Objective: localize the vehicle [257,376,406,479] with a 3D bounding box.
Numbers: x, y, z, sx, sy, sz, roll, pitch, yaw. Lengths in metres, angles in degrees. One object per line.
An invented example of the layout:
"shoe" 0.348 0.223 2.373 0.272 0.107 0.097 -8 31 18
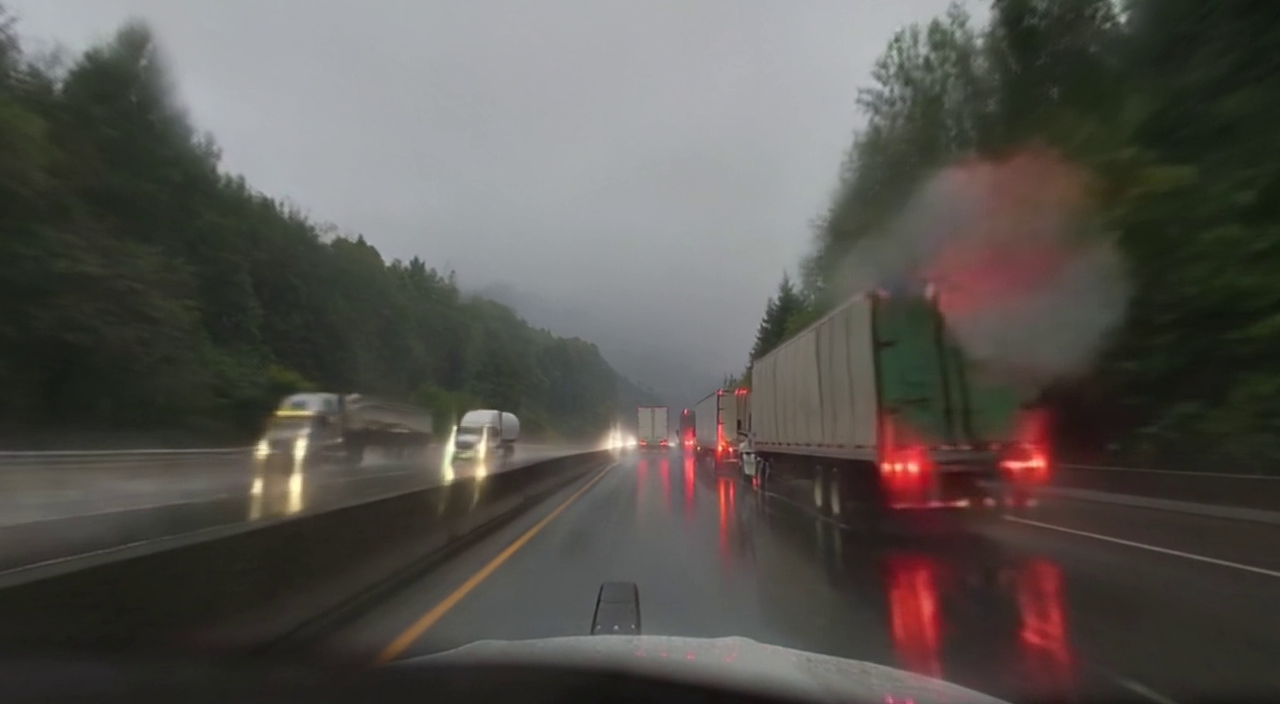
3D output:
"vehicle" -13.119 3.365 27.654 2.979 3.945 6.744 -1 -8 1

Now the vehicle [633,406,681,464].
"vehicle" 1.075 5.177 39.136 2.644 3.247 7.454 -1 -8 2

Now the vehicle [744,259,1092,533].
"vehicle" 5.108 1.493 15.780 2.749 4.051 12.981 0 -8 0

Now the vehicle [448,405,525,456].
"vehicle" -8.477 4.499 35.499 2.515 2.577 6.183 -1 -8 3
